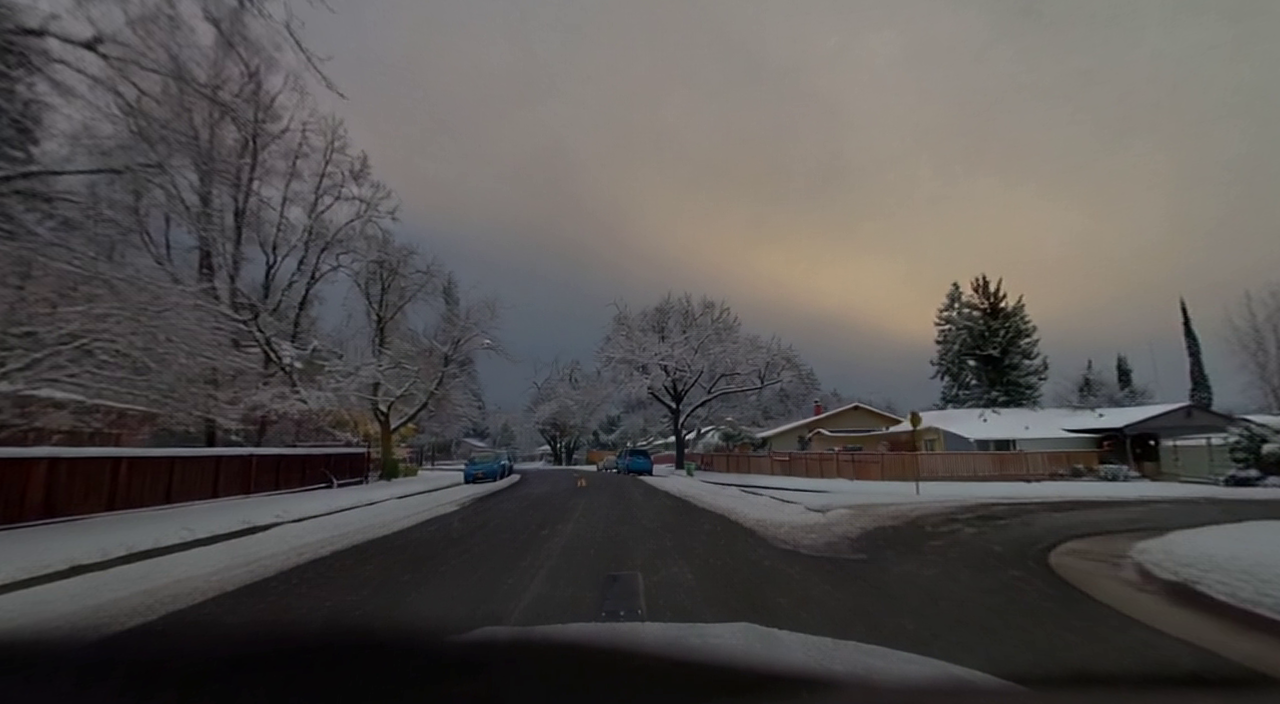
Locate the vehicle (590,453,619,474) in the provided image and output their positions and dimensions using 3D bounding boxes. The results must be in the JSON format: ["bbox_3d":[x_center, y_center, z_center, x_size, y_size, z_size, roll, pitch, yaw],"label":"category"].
[{"bbox_3d":[-2.674,8.267,47.000,2.064,1.477,3.968,1,-9,-4],"label":"vehicle"}]
